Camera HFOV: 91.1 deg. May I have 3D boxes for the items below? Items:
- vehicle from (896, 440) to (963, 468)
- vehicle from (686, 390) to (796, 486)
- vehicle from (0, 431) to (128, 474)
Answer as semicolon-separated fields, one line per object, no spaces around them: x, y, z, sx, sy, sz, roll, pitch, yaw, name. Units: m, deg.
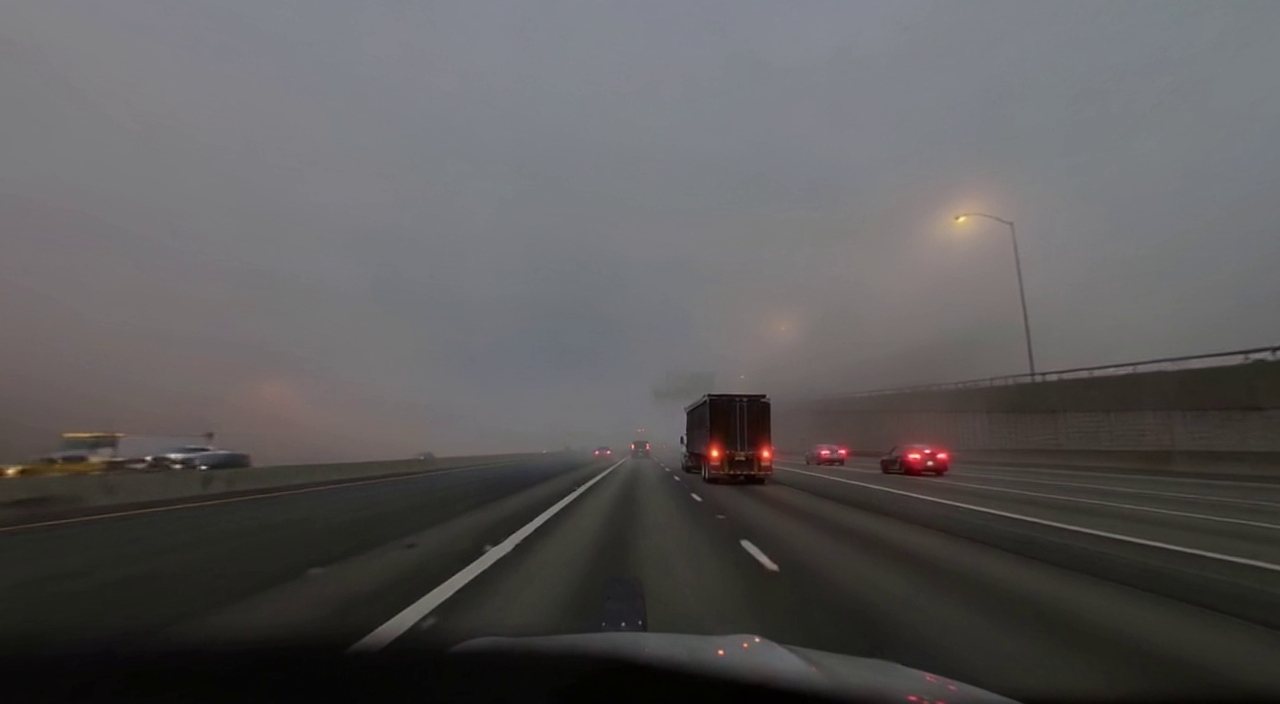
17.480;6.231;38.125;2.021;1.549;4.322;1;-10;0;vehicle
3.969;3.885;27.767;3.049;3.395;10.595;0;-9;0;vehicle
-39.019;6.769;42.492;3.163;2.646;6.391;0;-9;0;vehicle
